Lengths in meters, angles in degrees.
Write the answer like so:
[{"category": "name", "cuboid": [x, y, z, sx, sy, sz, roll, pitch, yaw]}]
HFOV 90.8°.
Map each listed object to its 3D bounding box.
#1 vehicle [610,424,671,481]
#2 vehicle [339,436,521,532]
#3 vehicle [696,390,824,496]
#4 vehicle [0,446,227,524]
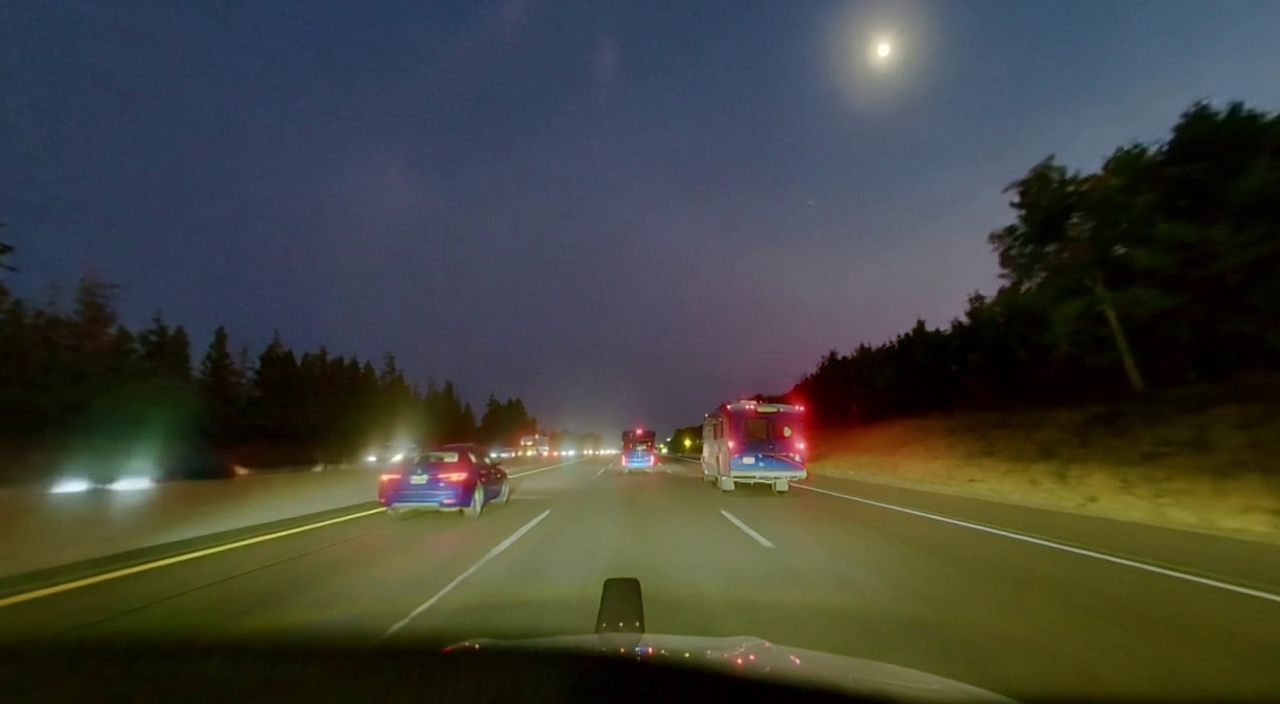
[{"category": "vehicle", "cuboid": [-0.004, 4.496, 28.414, 2.524, 2.310, 4.986, 0, -9, 0]}, {"category": "vehicle", "cuboid": [-3.760, 2.455, 12.334, 1.959, 1.502, 4.559, 0, -9, 0]}, {"category": "vehicle", "cuboid": [3.638, 3.074, 21.164, 2.607, 2.910, 7.252, 0, -9, -2]}, {"category": "vehicle", "cuboid": [-11.716, 2.864, 14.155, 1.934, 1.453, 4.281, 0, -9, 1]}]
